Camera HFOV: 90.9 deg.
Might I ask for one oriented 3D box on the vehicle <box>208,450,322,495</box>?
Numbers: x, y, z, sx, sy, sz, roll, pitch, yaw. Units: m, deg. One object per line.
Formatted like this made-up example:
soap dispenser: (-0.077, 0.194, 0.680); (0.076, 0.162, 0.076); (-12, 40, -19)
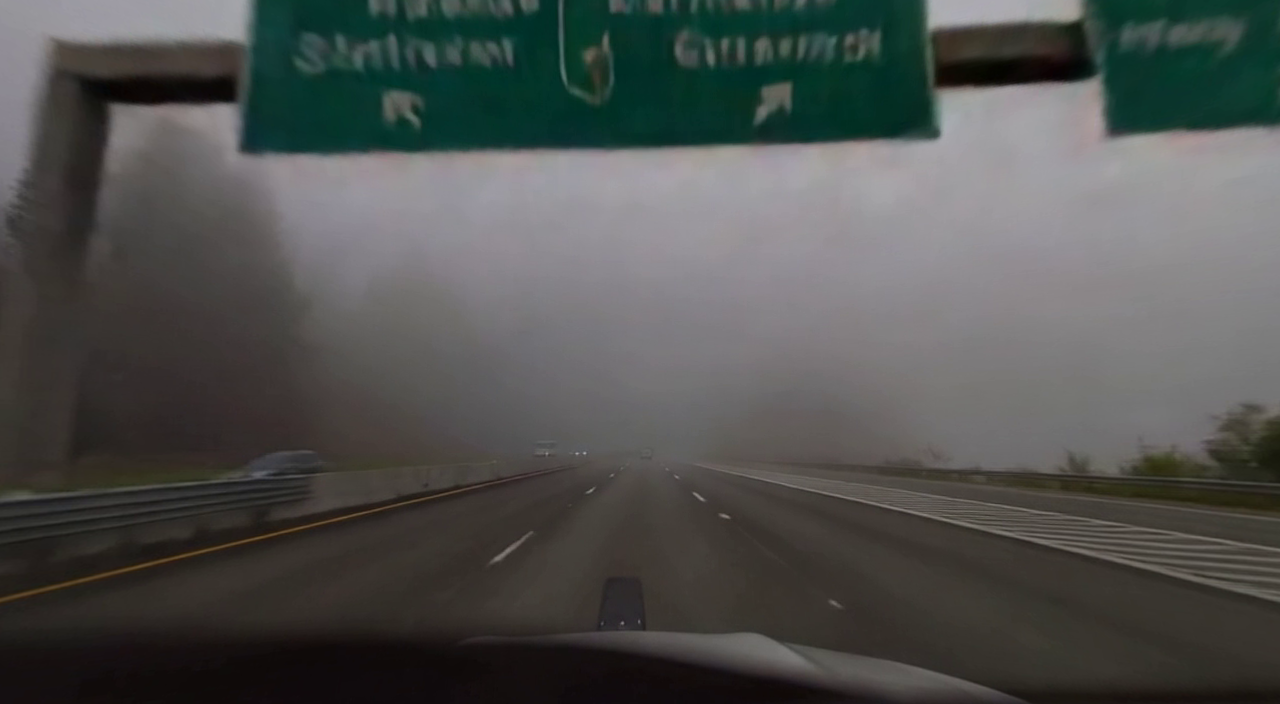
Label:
vehicle: (-15.206, 4.860, 25.889); (1.925, 1.645, 4.371); (-1, -9, 1)
